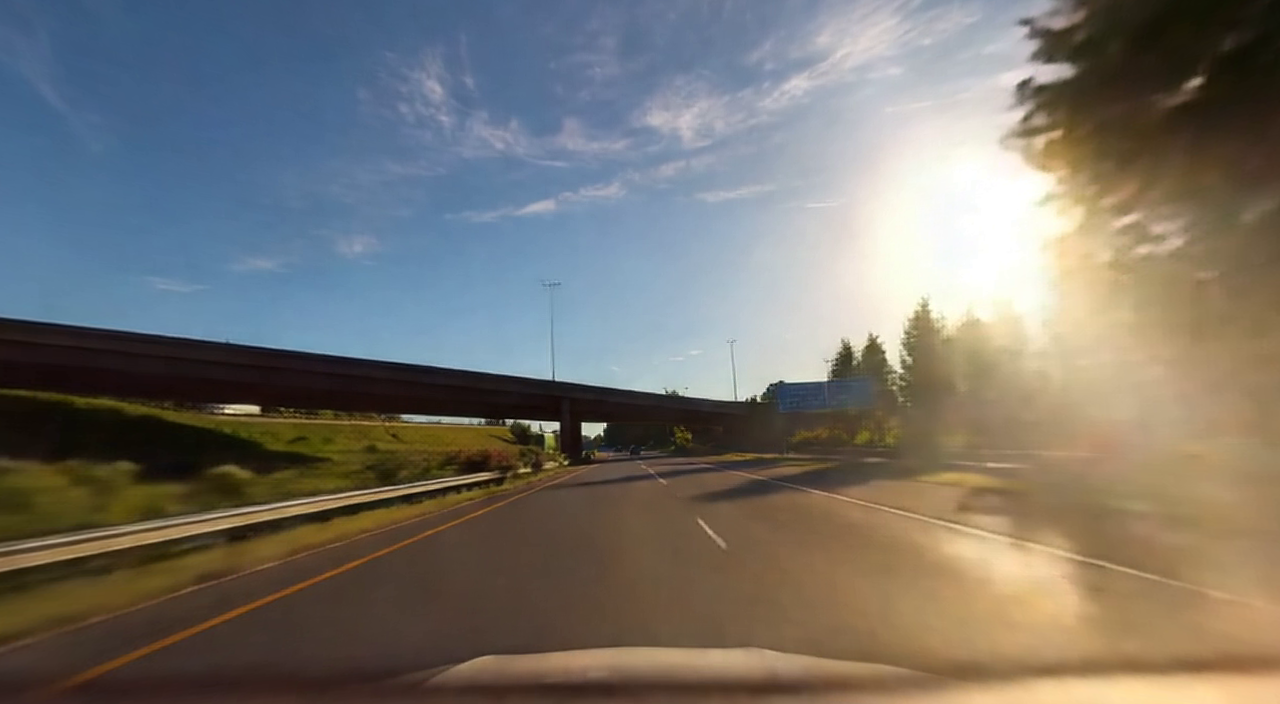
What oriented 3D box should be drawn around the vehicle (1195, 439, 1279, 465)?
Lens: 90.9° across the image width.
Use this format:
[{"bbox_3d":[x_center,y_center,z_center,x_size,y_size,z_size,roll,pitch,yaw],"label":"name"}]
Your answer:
[{"bbox_3d":[41.618,6.901,43.566,4.222,1.708,2.085,-1,-9,5],"label":"vehicle"}]
